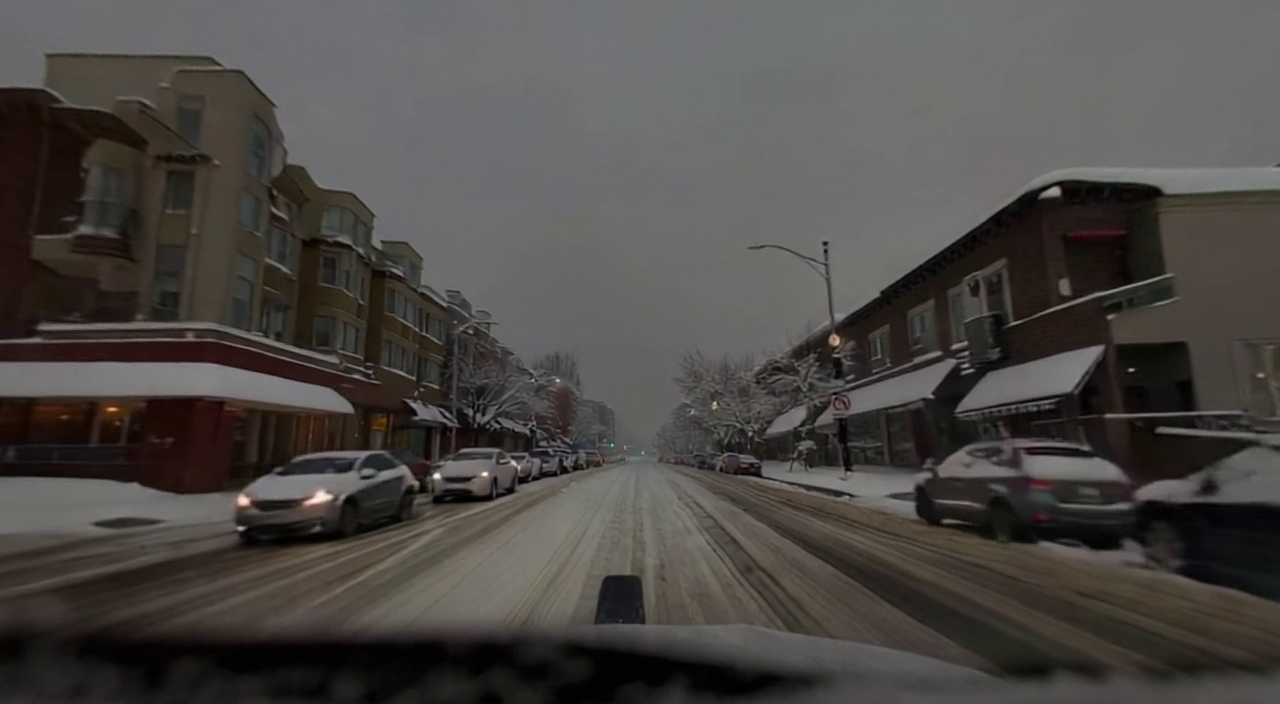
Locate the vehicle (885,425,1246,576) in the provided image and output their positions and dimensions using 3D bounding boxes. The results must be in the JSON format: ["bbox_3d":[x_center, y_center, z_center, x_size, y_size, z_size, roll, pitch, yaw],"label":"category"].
[{"bbox_3d":[5.911,2.082,9.835,2.138,1.715,4.886,0,-8,-1],"label":"vehicle"}]

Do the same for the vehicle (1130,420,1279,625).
[{"bbox_3d":[5.930,1.205,4.110,1.957,1.572,4.418,0,-8,1],"label":"vehicle"}]

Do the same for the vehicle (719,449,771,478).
[{"bbox_3d":[6.025,6.442,36.836,2.054,1.525,4.258,0,-8,-4],"label":"vehicle"}]

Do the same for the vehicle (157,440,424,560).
[{"bbox_3d":[-5.207,2.201,10.154,1.949,1.533,3.864,-1,-8,2],"label":"vehicle"}]

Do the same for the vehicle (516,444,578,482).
[{"bbox_3d":[-4.326,5.246,30.173,2.145,1.653,4.421,-1,-8,2],"label":"vehicle"}]

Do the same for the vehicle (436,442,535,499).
[{"bbox_3d":[-4.877,3.789,20.614,1.950,1.636,4.253,-1,-8,3],"label":"vehicle"}]

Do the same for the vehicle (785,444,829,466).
[{"bbox_3d":[11.761,7.271,44.802,1.866,1.506,4.934,0,-8,1],"label":"vehicle"}]
